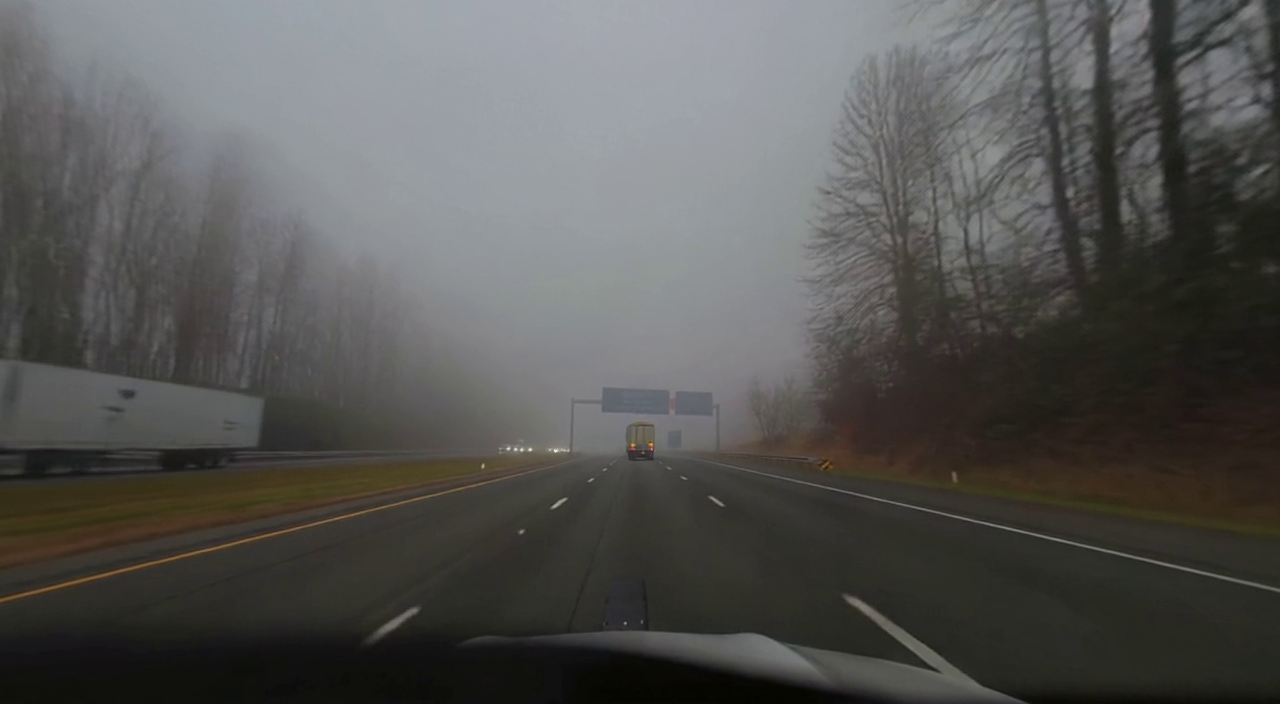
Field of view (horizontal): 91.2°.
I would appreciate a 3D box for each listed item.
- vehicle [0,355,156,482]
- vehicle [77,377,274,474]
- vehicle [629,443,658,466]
[{"bbox_3d":[-21.952,2.304,21.196,2.993,4.028,10.213,0,-8,0],"label":"vehicle"},{"bbox_3d":[-21.955,3.705,30.595,3.024,4.048,8.451,0,-8,0],"label":"vehicle"},{"bbox_3d":[0.215,6.919,42.440,1.859,1.478,3.799,0,-8,0],"label":"vehicle"}]
